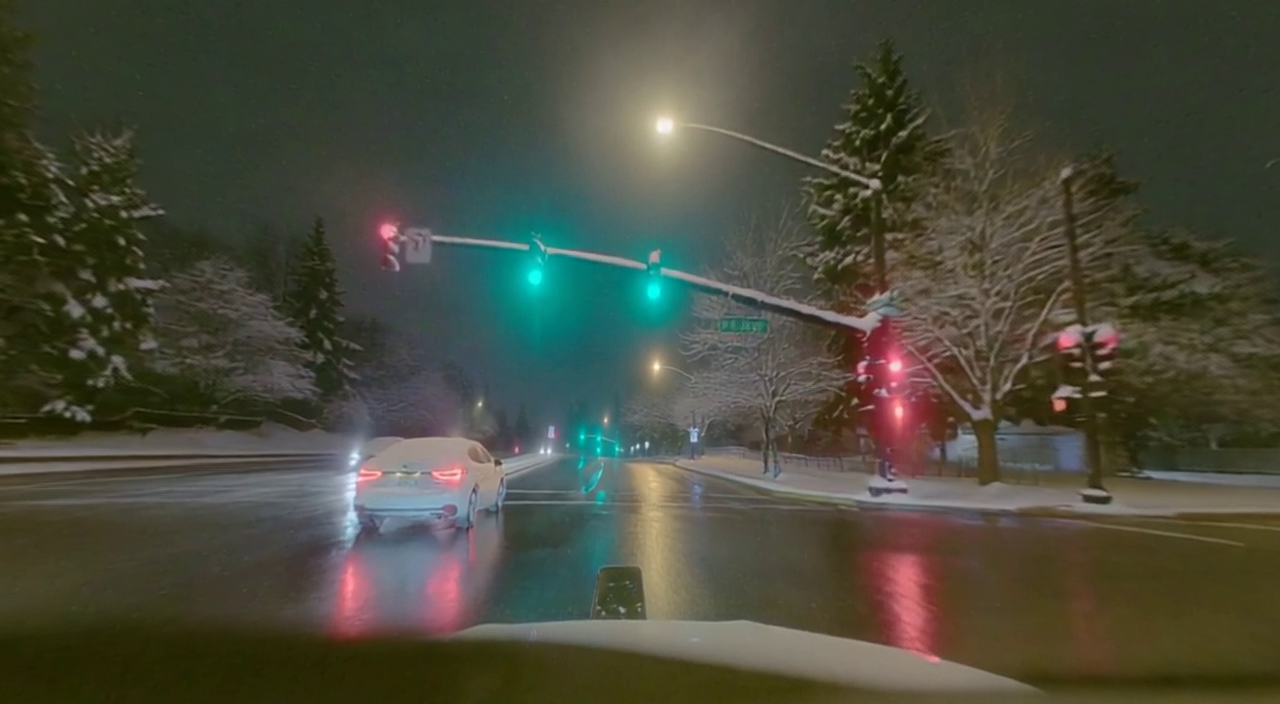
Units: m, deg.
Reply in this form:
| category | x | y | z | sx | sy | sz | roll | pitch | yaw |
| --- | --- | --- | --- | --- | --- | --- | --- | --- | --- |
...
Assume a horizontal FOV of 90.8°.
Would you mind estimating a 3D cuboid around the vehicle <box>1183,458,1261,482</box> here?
| category | x | y | z | sx | sy | sz | roll | pitch | yaw |
| --- | --- | --- | --- | --- | --- | --- | --- | --- | --- |
| vehicle | 39.548 | 7.989 | 43.045 | 1.771 | 1.465 | 3.841 | 0 | -9 | 4 |

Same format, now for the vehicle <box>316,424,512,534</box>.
| category | x | y | z | sx | sy | sz | roll | pitch | yaw |
| --- | --- | --- | --- | --- | --- | --- | --- | --- | --- |
| vehicle | -3.624 | 2.120 | 11.114 | 1.915 | 1.521 | 4.283 | 1 | -9 | -1 |
